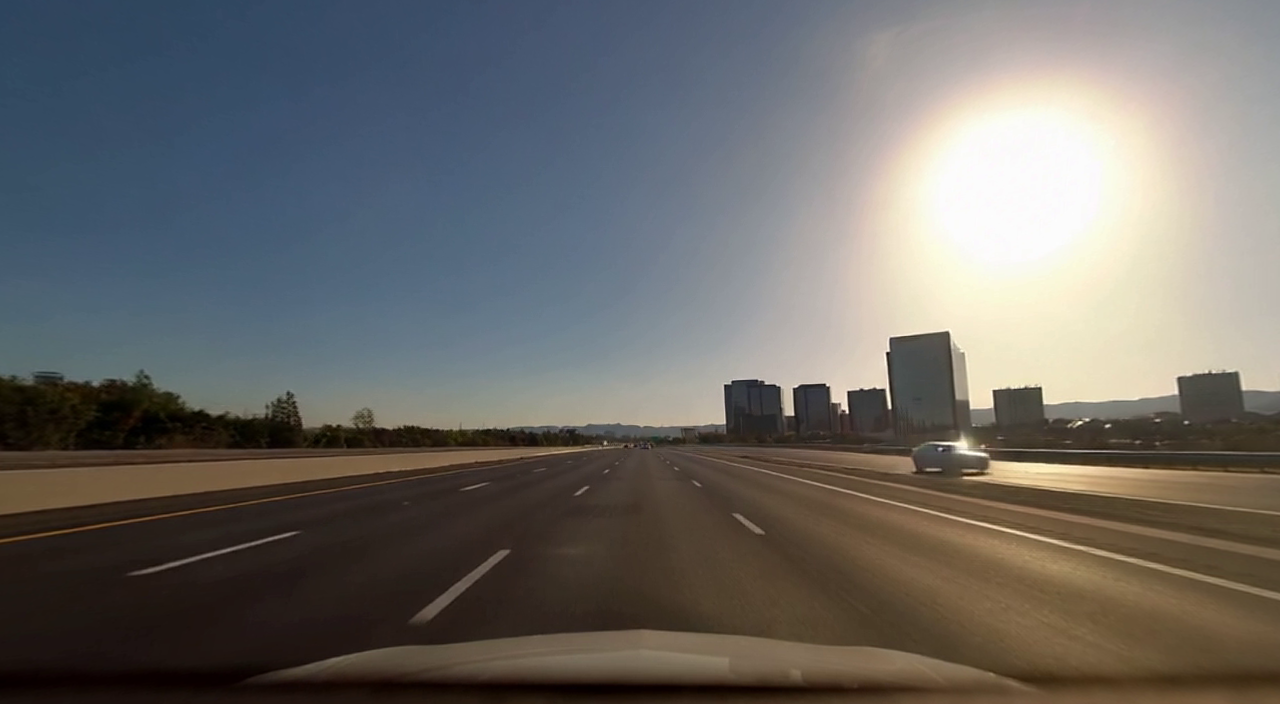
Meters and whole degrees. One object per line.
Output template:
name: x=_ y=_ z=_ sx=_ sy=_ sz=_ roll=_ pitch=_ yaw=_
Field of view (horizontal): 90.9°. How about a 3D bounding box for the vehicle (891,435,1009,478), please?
vehicle: x=12.045 y=4.100 z=25.018 sx=1.977 sy=1.528 sz=5.111 roll=0 pitch=-8 yaw=-1
